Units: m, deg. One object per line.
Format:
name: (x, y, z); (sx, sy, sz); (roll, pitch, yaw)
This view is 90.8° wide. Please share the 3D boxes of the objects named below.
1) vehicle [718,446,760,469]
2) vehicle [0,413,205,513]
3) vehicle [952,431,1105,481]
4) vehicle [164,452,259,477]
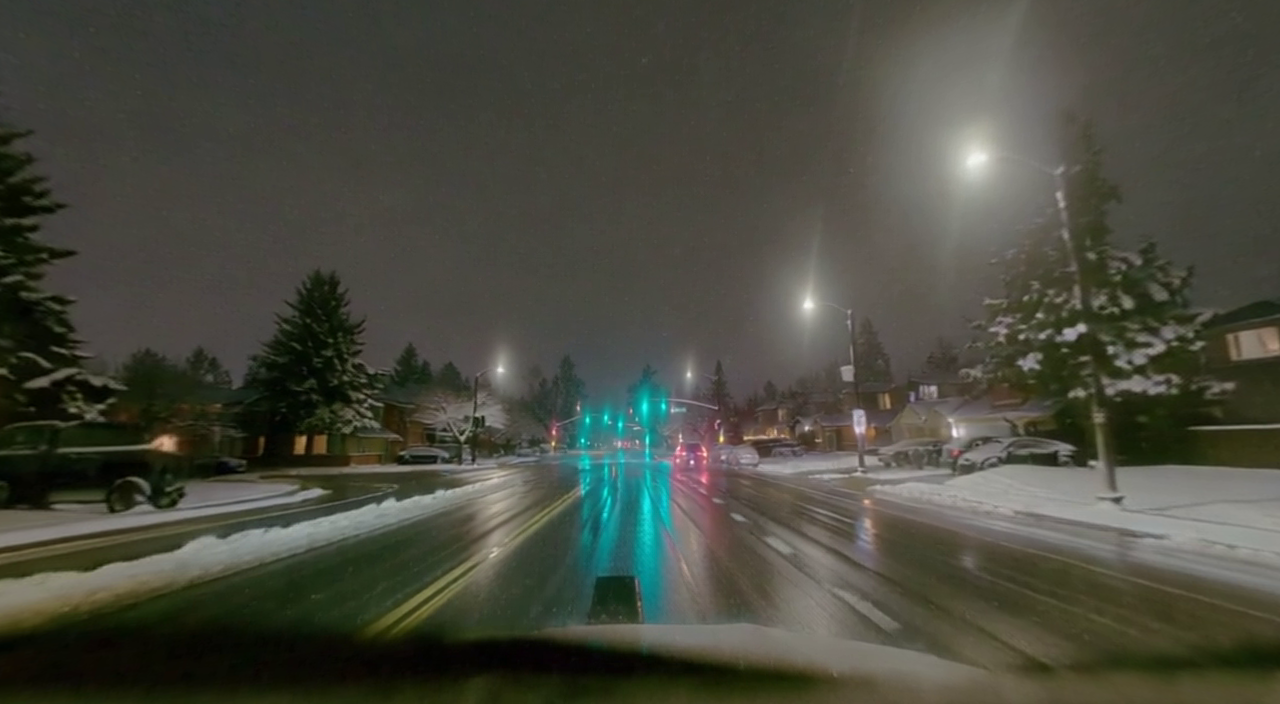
vehicle: (7.116, 7.620, 45.757); (1.951, 1.528, 4.366); (1, -8, -6)
vehicle: (-15.566, 2.927, 17.298); (2.653, 2.232, 6.273); (0, -8, 2)
vehicle: (15.576, 4.151, 25.525); (4.739, 1.667, 1.998); (-3, -7, 0)
vehicle: (-27.244, 7.127, 40.255); (4.600, 1.468, 1.869); (0, -8, -3)
